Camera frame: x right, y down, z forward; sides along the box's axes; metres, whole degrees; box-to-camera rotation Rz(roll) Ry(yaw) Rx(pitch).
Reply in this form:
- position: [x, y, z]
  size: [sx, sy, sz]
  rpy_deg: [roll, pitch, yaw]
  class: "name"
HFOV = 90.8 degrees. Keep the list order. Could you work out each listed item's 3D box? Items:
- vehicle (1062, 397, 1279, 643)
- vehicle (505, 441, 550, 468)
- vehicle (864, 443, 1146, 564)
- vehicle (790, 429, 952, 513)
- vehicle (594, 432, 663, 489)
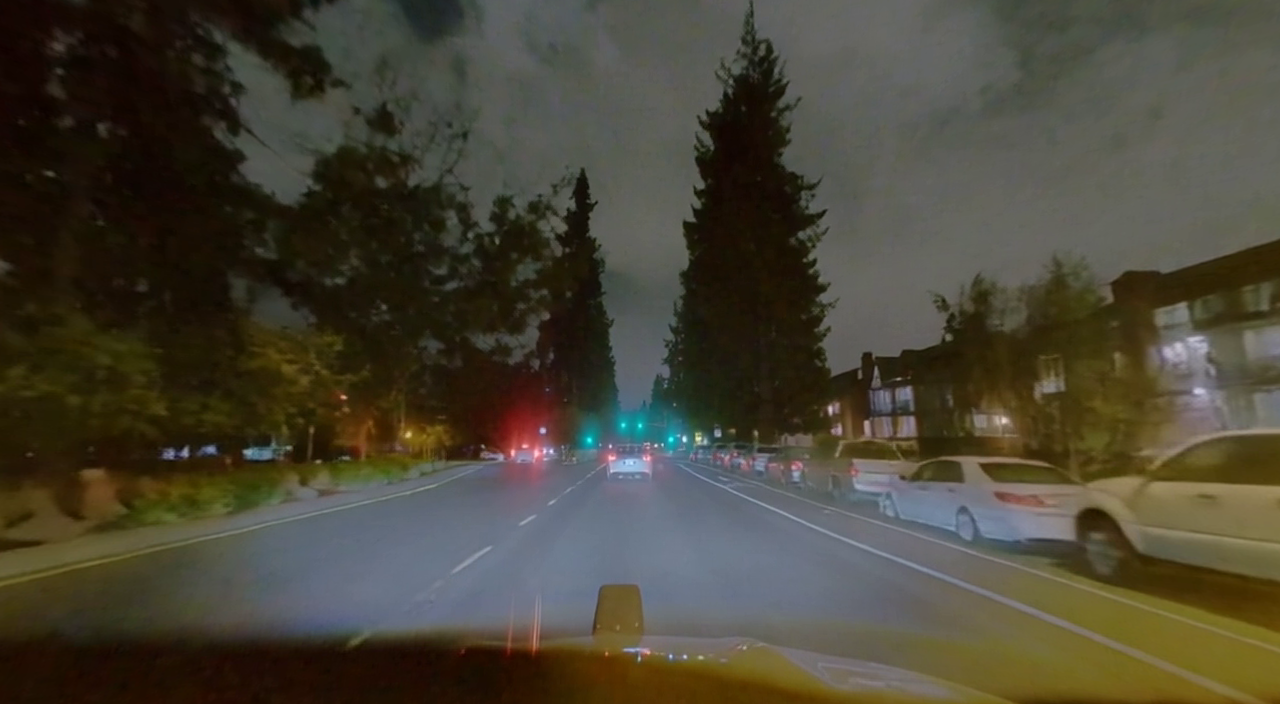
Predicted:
- position: [5.890, 1.263, 4.672]
  size: [1.994, 1.853, 4.924]
  rpy_deg: [0, -8, -2]
  class: "vehicle"
- position: [-6.556, 6.004, 37.163]
  size: [2.105, 1.474, 4.808]
  rpy_deg: [1, -8, -4]
  class: "vehicle"
- position: [5.348, 2.222, 10.078]
  size: [2.005, 1.499, 4.108]
  rpy_deg: [0, -8, 0]
  class: "vehicle"
- position: [5.674, 2.986, 16.381]
  size: [2.233, 1.811, 4.922]
  rpy_deg: [0, -8, -1]
  class: "vehicle"
- position: [-0.388, 3.555, 20.961]
  size: [2.070, 1.698, 3.925]
  rpy_deg: [0, -8, -1]
  class: "vehicle"
